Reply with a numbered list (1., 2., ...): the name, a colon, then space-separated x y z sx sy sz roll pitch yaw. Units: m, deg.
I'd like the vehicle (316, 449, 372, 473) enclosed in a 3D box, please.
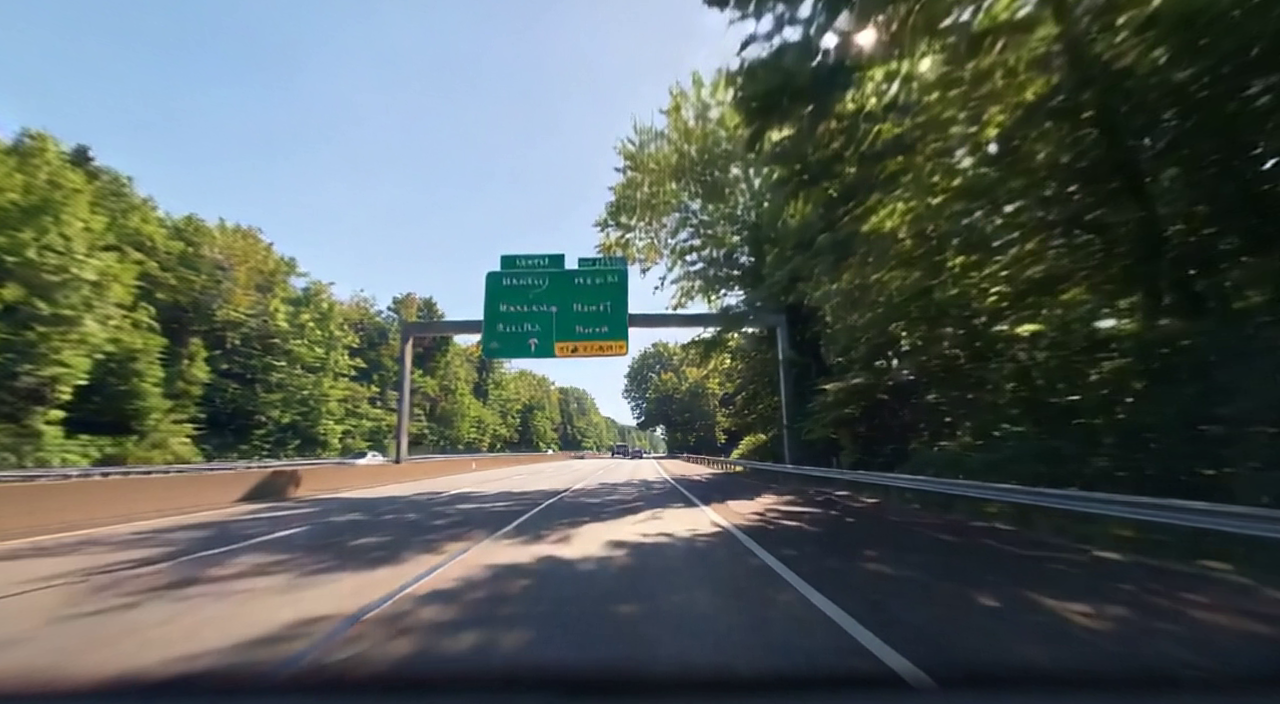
1. vehicle: -20.227 7.475 43.193 1.801 1.543 4.283 0 -9 0
